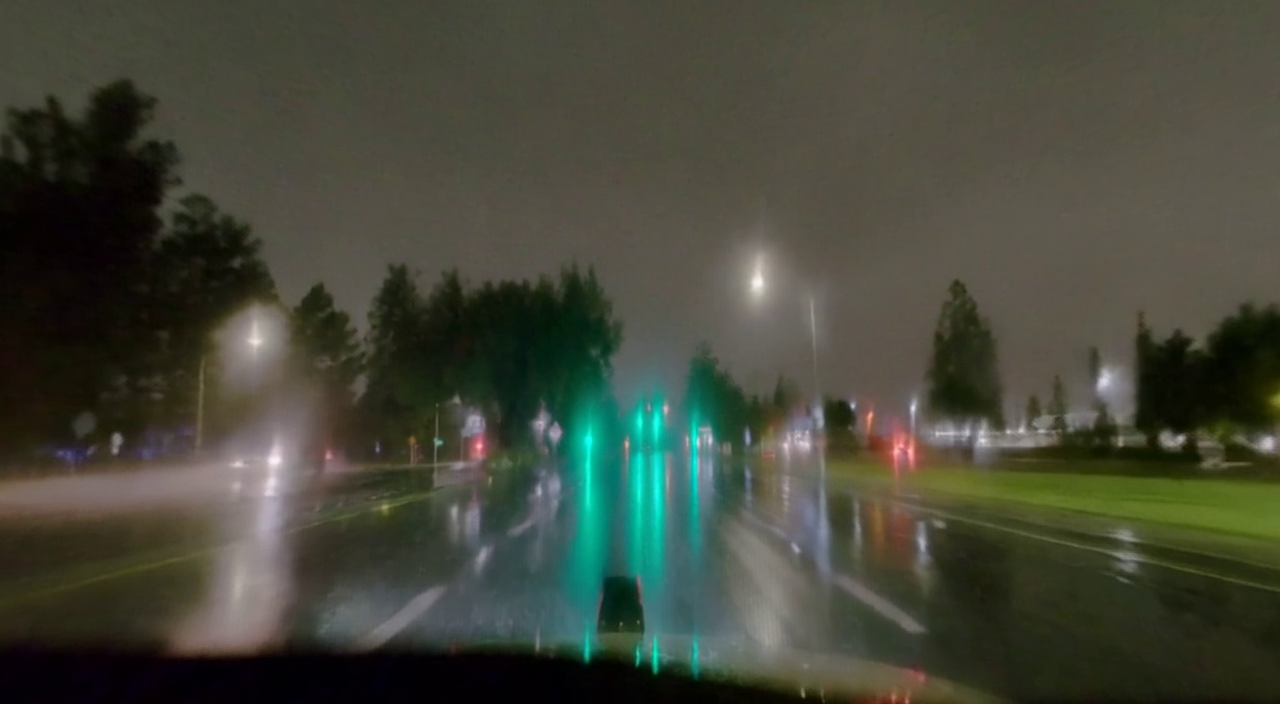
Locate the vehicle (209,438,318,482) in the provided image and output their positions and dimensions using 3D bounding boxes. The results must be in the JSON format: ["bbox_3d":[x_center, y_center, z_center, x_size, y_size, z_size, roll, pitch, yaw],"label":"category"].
[{"bbox_3d":[-16.608,4.766,28.179,2.025,1.802,4.468,0,-8,1],"label":"vehicle"}]
